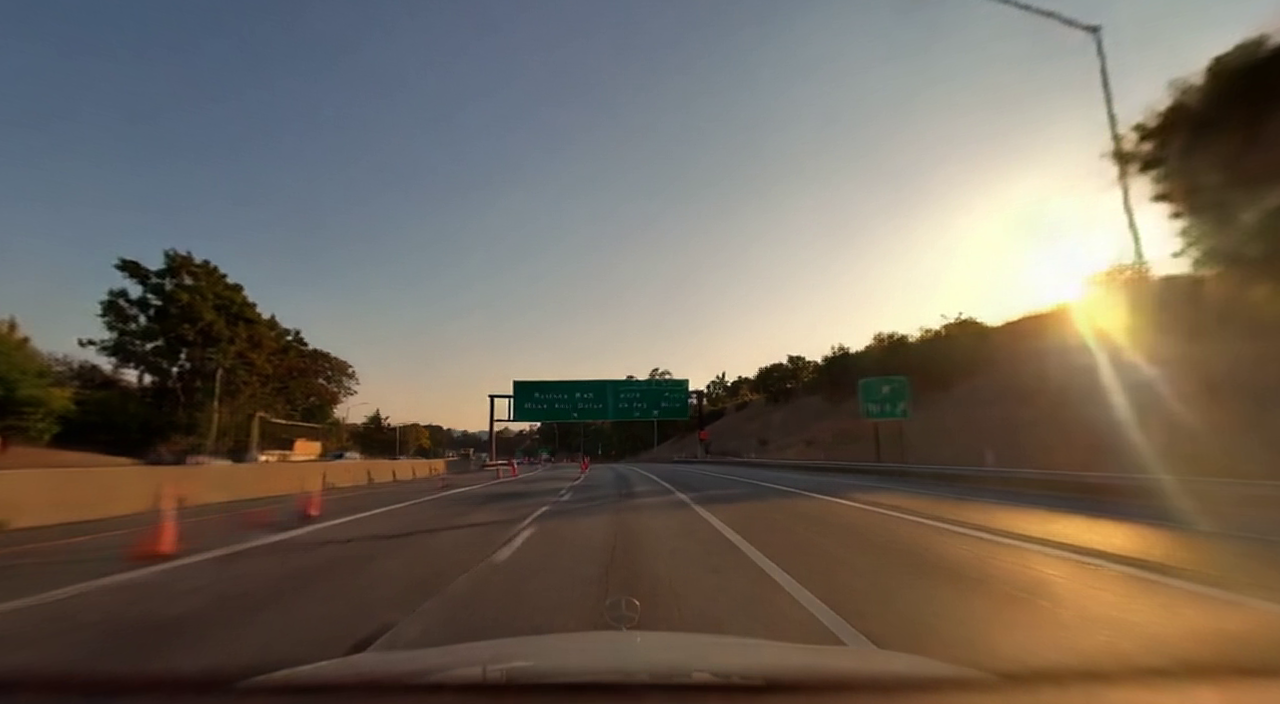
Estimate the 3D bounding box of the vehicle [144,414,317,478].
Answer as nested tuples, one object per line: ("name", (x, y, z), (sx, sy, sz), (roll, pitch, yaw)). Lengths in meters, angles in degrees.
("vehicle", (-17.674, 4.348, 27.970), (2.750, 2.474, 7.300), (0, -11, 0))
